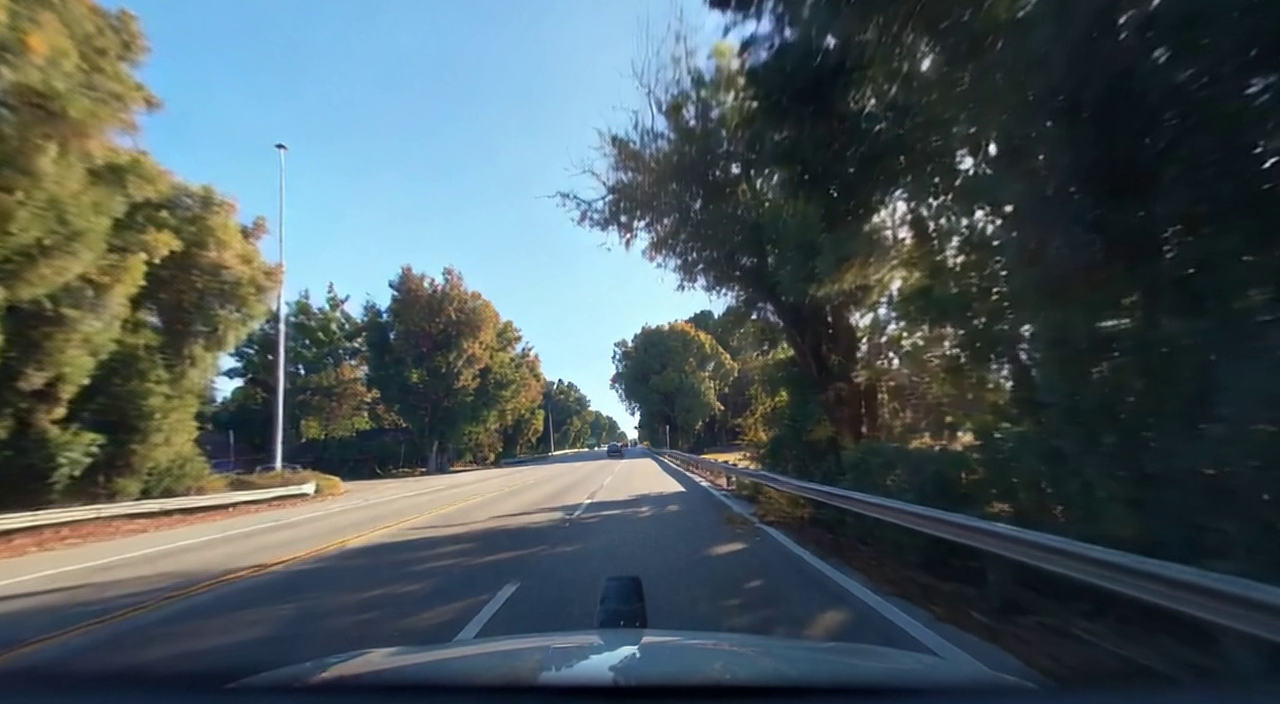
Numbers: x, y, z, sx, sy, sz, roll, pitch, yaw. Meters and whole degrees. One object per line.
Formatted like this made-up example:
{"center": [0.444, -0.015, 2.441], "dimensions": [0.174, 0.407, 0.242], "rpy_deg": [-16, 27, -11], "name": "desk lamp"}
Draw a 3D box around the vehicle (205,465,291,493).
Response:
{"center": [-23.687, 7.676, 38.263], "dimensions": [3.850, 1.521, 1.967], "rpy_deg": [0, -9, 0], "name": "vehicle"}
